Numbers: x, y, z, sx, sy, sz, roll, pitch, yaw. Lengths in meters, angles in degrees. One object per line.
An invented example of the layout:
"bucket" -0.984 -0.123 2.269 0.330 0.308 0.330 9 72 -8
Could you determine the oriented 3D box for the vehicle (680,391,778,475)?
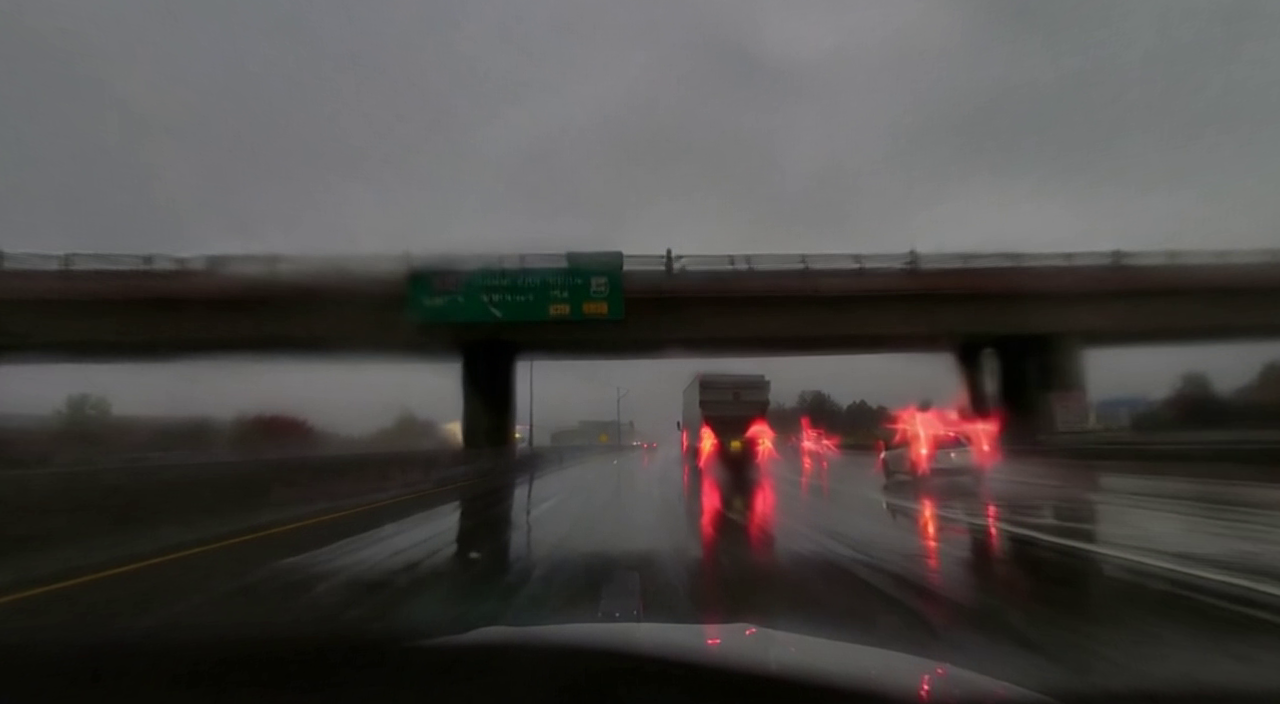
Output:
"vehicle" 4.144 4.246 32.703 3.306 3.531 11.717 -1 -8 0
